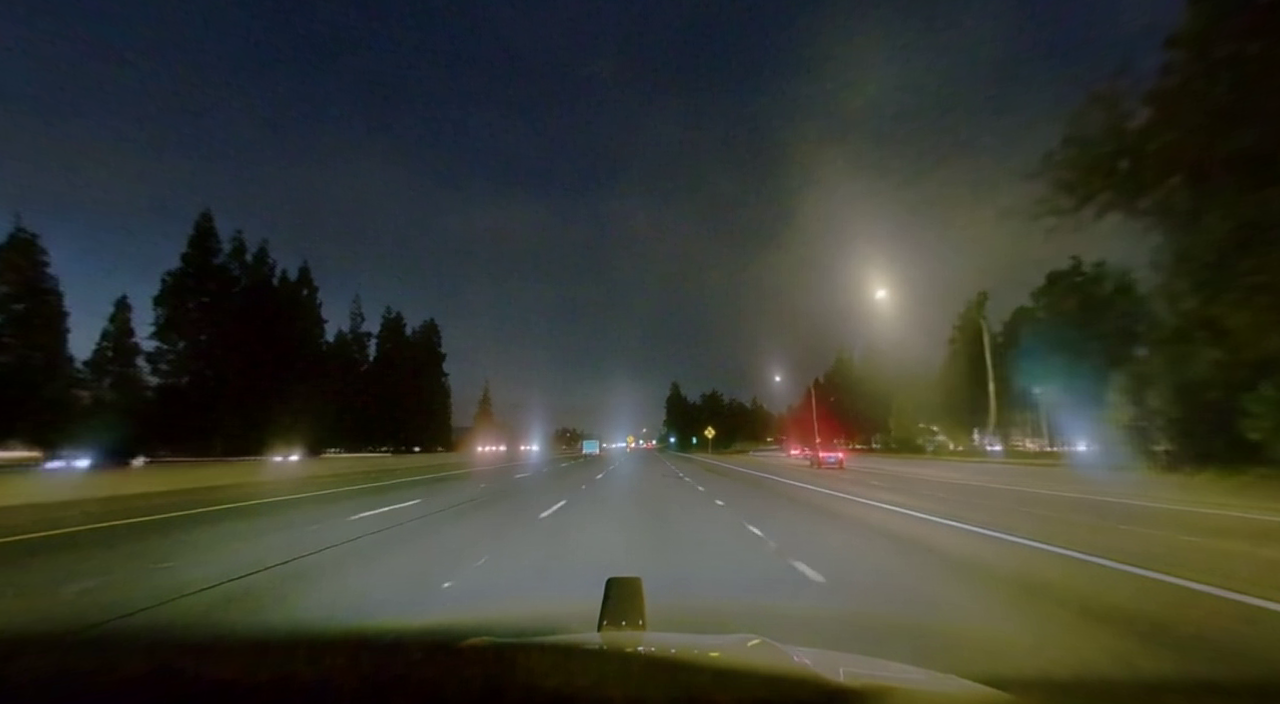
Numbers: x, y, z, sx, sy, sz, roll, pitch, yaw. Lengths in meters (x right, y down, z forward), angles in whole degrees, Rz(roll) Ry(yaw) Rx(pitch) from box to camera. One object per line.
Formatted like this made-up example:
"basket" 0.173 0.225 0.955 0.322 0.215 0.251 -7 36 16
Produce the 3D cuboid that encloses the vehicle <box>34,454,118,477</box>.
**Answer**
"vehicle" -38.905 7.813 43.681 1.857 1.405 4.314 0 -8 0
